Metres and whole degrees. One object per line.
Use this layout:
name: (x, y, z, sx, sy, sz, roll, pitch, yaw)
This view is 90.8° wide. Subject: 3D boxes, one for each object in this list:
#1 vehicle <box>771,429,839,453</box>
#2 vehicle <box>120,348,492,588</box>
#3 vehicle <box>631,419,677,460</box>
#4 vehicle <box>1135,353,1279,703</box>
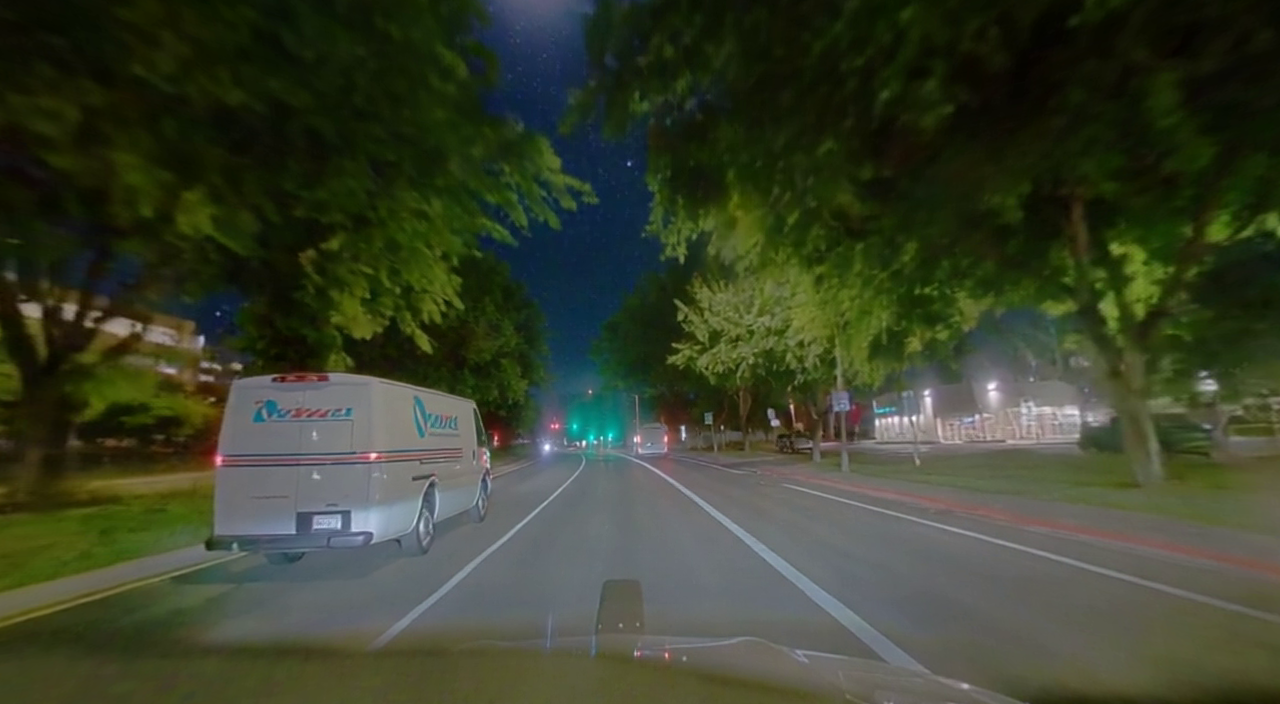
vehicle: (11.671, 6.328, 44.842, 4.117, 1.627, 2.086, 1, -9, -6)
vehicle: (-3.630, 1.396, 8.215, 2.420, 2.227, 4.499, 0, -8, -2)
vehicle: (0.823, 5.887, 42.328, 2.397, 2.566, 5.324, 1, -9, -6)
vehicle: (3.785, 0.598, 1.068, 2.087, 1.658, 4.612, 0, -8, -1)
